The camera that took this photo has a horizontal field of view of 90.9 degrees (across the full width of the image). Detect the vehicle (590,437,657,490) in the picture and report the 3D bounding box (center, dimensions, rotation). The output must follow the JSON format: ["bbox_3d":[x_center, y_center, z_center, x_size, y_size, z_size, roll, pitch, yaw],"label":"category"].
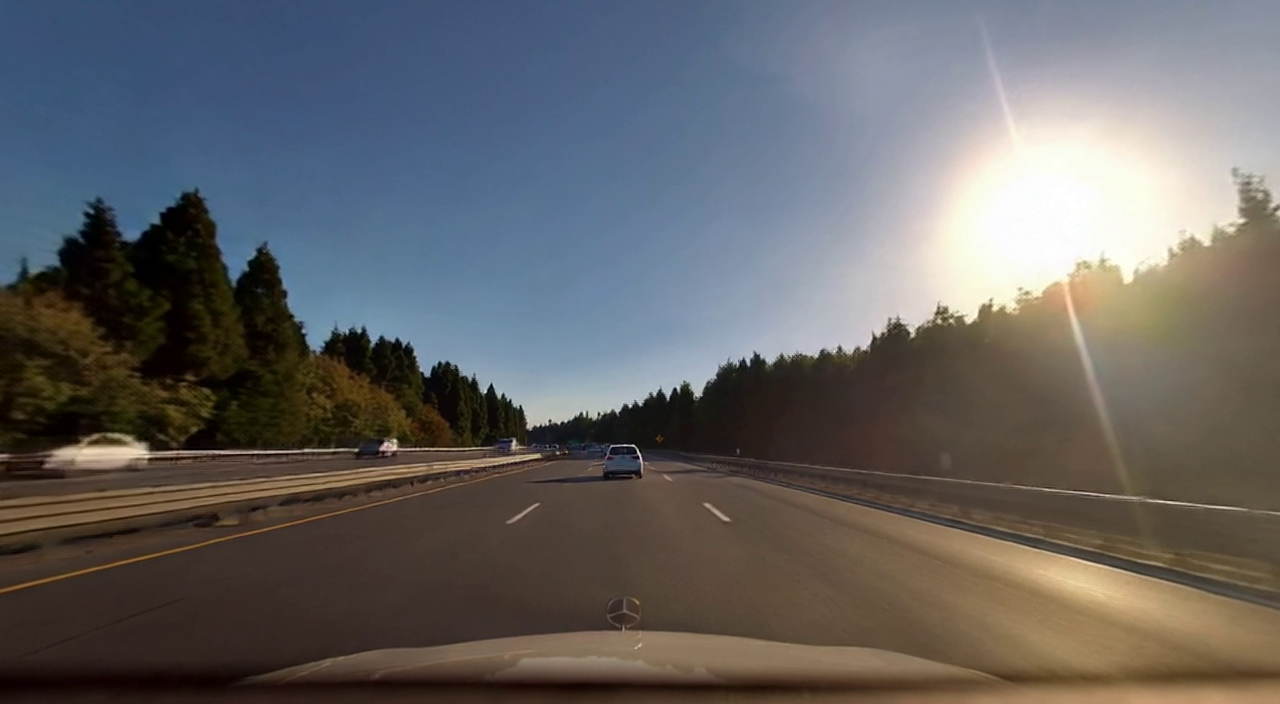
[{"bbox_3d":[-0.543,3.670,21.027,2.011,1.590,3.607,0,-9,-1],"label":"vehicle"}]

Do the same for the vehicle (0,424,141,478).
[{"bbox_3d":[-17.730,3.041,19.401,1.714,1.482,3.643,0,-9,-1],"label":"vehicle"}]

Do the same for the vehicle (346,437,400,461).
[{"bbox_3d":[-17.780,6.467,42.189,1.837,1.512,4.359,0,-9,-2],"label":"vehicle"}]
